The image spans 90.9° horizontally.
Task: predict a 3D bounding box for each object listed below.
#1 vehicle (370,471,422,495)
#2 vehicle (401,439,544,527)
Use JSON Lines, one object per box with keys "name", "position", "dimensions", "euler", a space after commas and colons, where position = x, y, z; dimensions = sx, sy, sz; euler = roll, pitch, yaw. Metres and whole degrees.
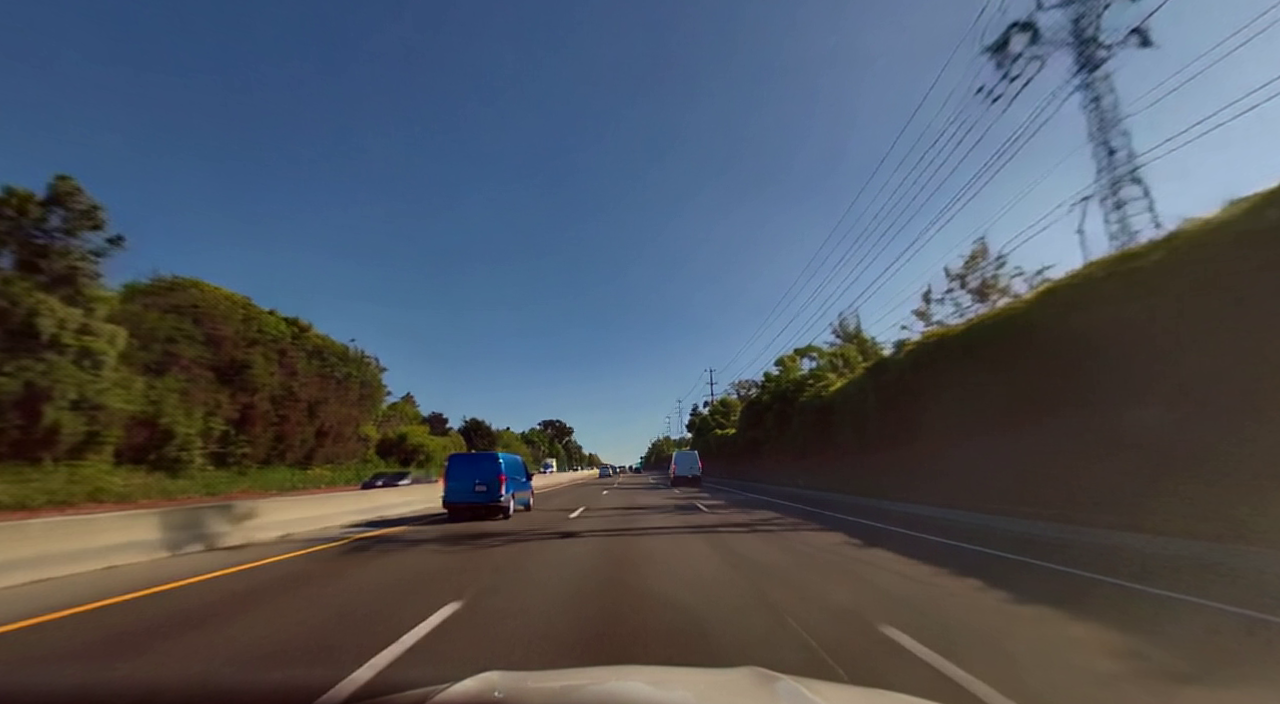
{"name": "vehicle", "position": [-16.609, 8.893, 43.038], "dimensions": [1.846, 1.505, 4.196], "euler": [1, -10, 0]}
{"name": "vehicle", "position": [-3.798, 3.129, 15.349], "dimensions": [2.153, 1.756, 4.730], "euler": [1, -10, 0]}
